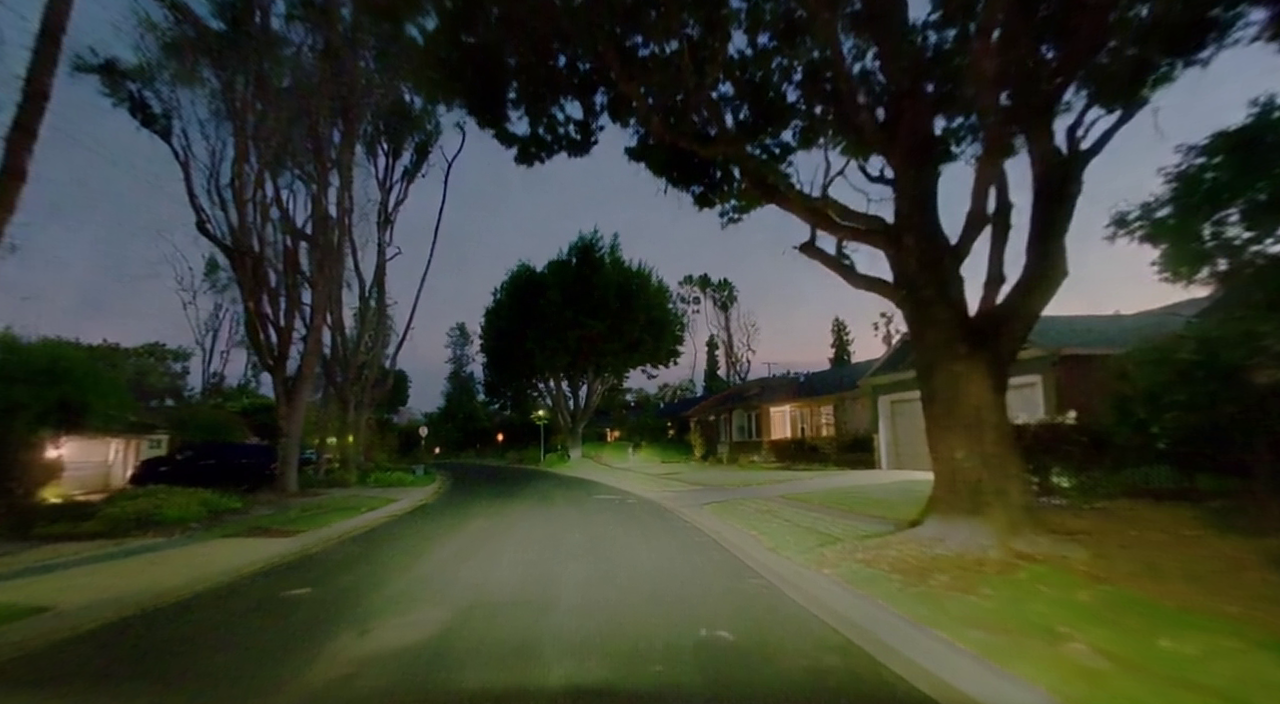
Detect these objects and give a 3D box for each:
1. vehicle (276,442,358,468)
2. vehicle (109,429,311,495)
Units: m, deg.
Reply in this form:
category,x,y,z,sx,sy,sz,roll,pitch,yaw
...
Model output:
category,x,y,z,sx,sy,sz,roll,pitch,yaw
vehicle,-20.999,6.717,41.139,4.471,1.638,1.877,3,-9,-19
vehicle,-13.403,3.440,20.116,4.961,1.757,1.971,2,-9,-24
